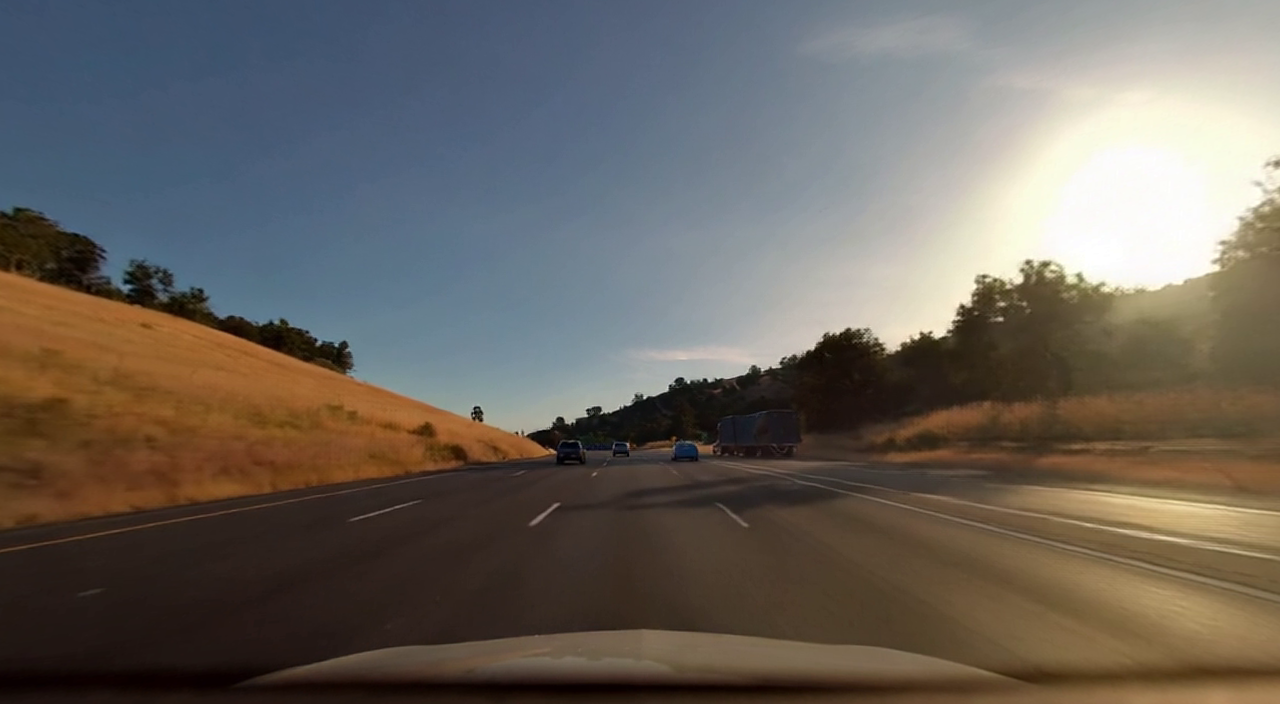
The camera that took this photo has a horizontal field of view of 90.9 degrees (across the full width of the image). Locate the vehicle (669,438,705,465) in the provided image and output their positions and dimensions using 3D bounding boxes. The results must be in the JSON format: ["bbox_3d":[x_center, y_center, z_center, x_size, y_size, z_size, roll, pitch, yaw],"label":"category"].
[{"bbox_3d":[3.205,6.918,43.963,1.995,1.712,4.206,0,-8,-2],"label":"vehicle"}]

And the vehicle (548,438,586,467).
[{"bbox_3d":[-4.927,6.820,43.112,2.120,1.855,4.619,0,-8,-1],"label":"vehicle"}]
